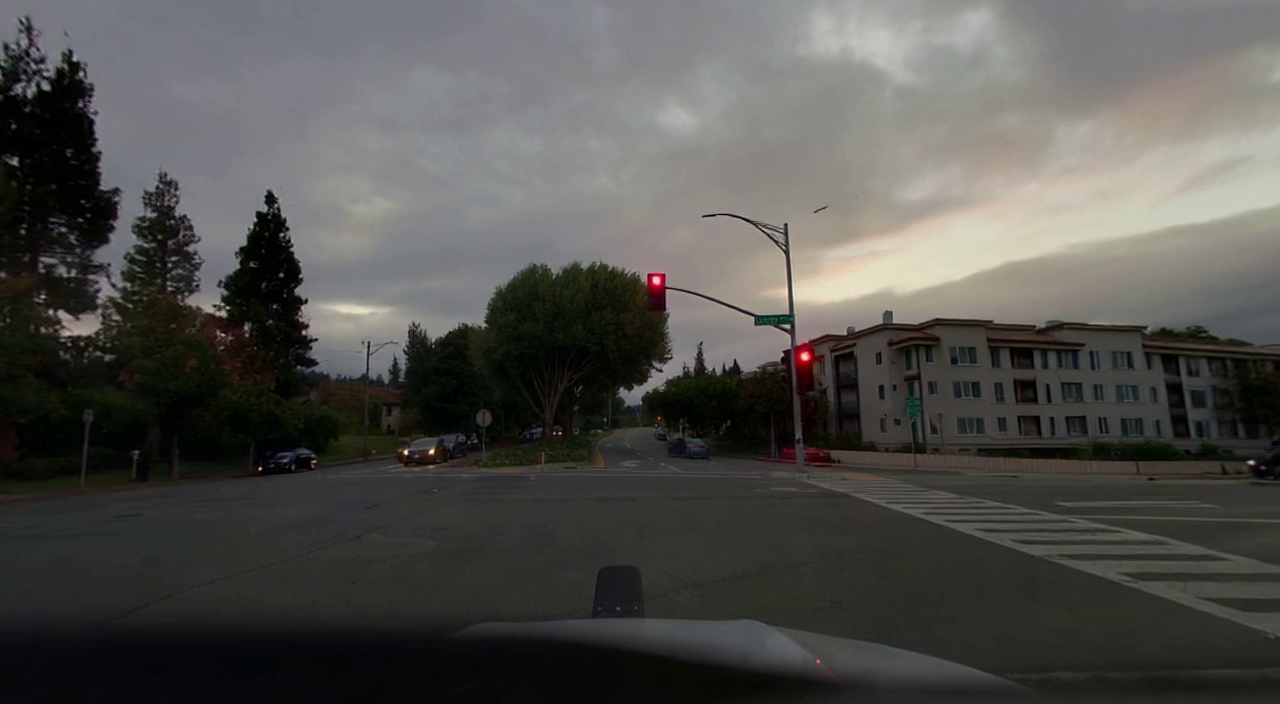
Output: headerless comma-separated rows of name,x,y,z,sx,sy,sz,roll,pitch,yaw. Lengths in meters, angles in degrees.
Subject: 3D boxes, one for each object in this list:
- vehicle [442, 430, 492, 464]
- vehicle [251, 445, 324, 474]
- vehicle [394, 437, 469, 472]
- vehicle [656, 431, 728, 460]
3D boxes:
vehicle,-9.804,5.455,36.186,1.910,1.818,4.057,0,-9,-3
vehicle,-21.118,6.453,38.092,1.981,1.628,4.336,0,-9,-1
vehicle,-9.698,4.798,29.774,2.116,1.521,4.294,0,-9,-1
vehicle,2.911,5.449,36.881,2.073,1.571,4.790,4,-10,-25
